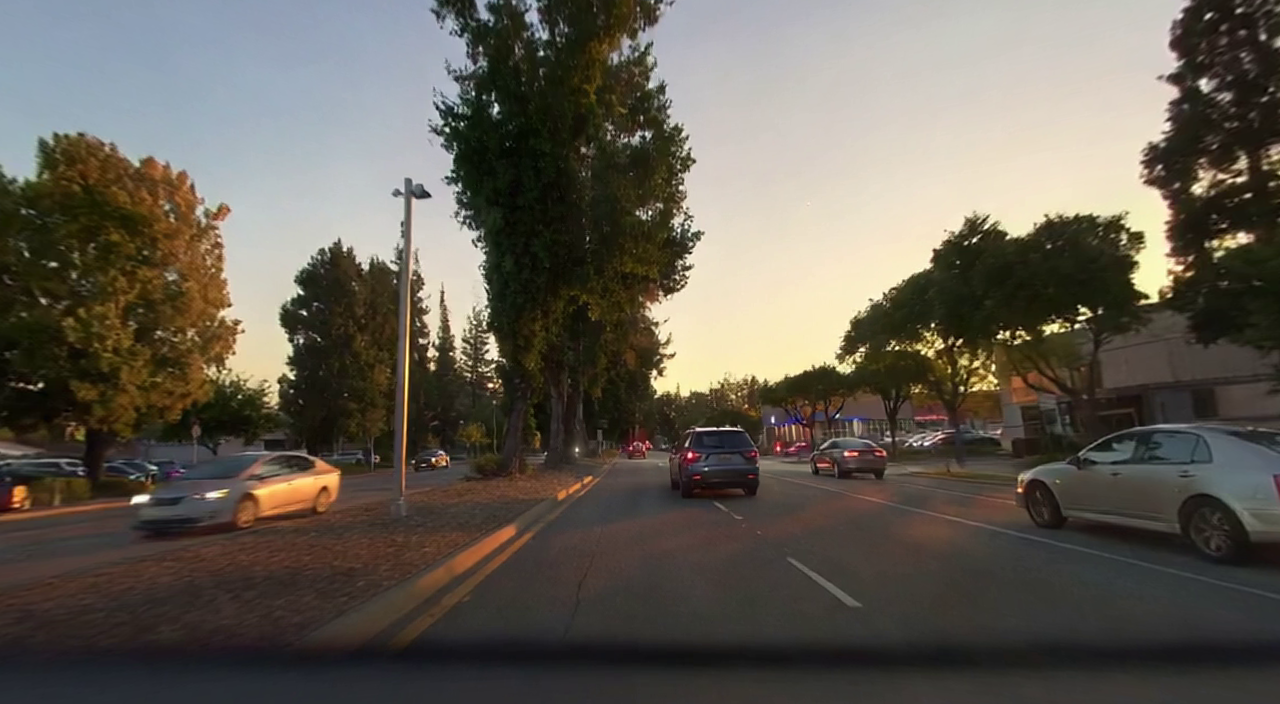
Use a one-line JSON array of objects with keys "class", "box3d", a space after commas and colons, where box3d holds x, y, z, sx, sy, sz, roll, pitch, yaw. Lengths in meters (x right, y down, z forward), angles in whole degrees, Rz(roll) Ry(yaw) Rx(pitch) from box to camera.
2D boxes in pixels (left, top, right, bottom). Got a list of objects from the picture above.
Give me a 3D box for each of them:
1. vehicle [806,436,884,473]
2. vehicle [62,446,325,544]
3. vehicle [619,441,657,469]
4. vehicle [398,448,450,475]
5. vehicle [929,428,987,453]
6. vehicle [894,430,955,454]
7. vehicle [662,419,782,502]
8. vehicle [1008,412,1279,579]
[{"class": "vehicle", "box3d": [9.208, 4.643, 28.798, 1.894, 1.517, 4.419, 0, -8, -2]}, {"class": "vehicle", "box3d": [-8.501, 2.702, 12.761, 1.966, 1.559, 4.731, 0, -8, -2]}, {"class": "vehicle", "box3d": [-0.141, 5.803, 35.821, 2.050, 1.504, 4.024, 0, -8, -1]}, {"class": "vehicle", "box3d": [-16.223, 8.216, 47.805, 2.124, 1.802, 5.097, 0, -8, 0]}, {"class": "vehicle", "box3d": [22.779, 6.382, 45.449, 1.919, 1.676, 4.048, 0, -8, -2]}, {"class": "vehicle", "box3d": [20.264, 6.458, 45.219, 2.109, 1.592, 4.481, 0, -8, -2]}, {"class": "vehicle", "box3d": [1.969, 2.849, 16.983, 2.300, 1.870, 4.936, 0, -8, -3]}, {"class": "vehicle", "box3d": [6.759, 1.574, 7.623, 1.994, 1.488, 4.313, 0, -8, -1]}]
